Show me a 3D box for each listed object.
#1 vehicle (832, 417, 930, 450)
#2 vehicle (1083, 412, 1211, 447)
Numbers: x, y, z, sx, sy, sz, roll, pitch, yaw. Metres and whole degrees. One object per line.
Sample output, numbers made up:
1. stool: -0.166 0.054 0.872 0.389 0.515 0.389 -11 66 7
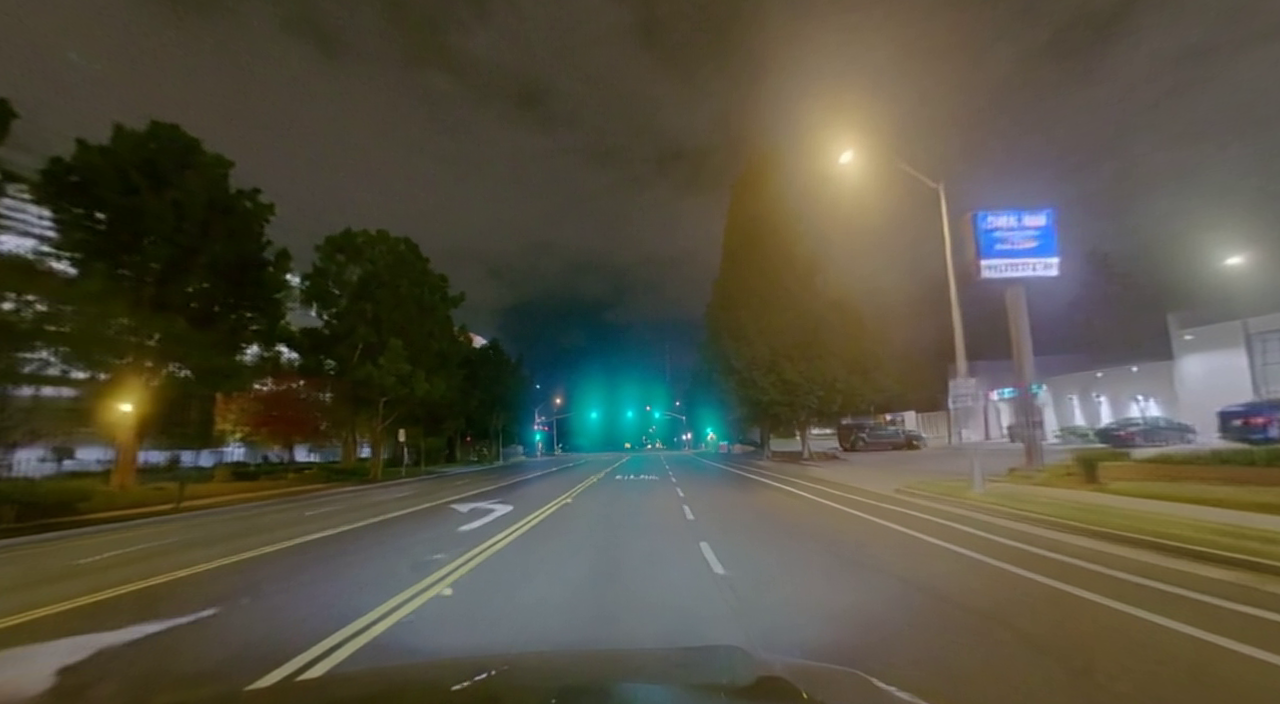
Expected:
1. vehicle: 16.061 5.498 42.201 5.546 2.117 2.443 0 -9 0
2. vehicle: 24.000 3.780 30.045 1.943 1.531 4.579 1 -9 -7
